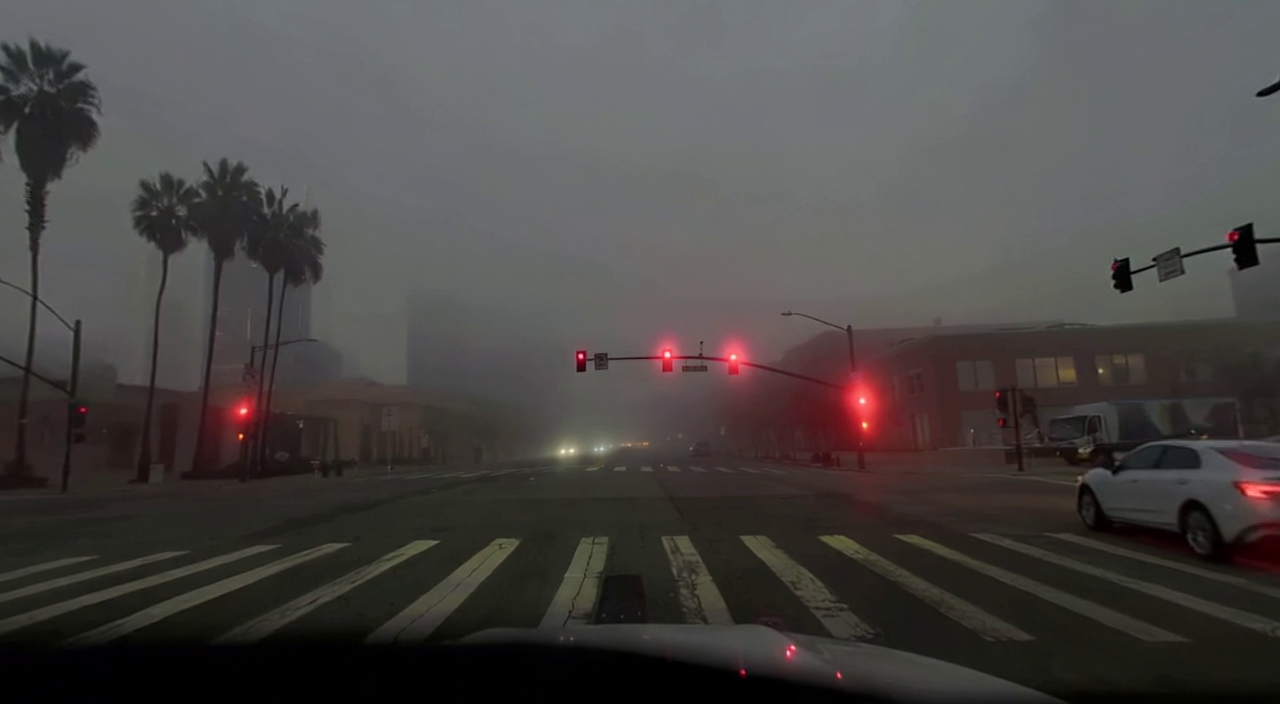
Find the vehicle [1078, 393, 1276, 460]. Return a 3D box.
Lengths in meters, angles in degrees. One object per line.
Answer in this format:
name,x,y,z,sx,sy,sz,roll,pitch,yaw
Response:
vehicle,32.627,4.721,39.336,2.863,3.609,10.252,0,-8,-3

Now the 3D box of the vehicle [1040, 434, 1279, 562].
vehicle,8.365,1.966,9.075,2.003,1.475,4.520,1,-9,-5
